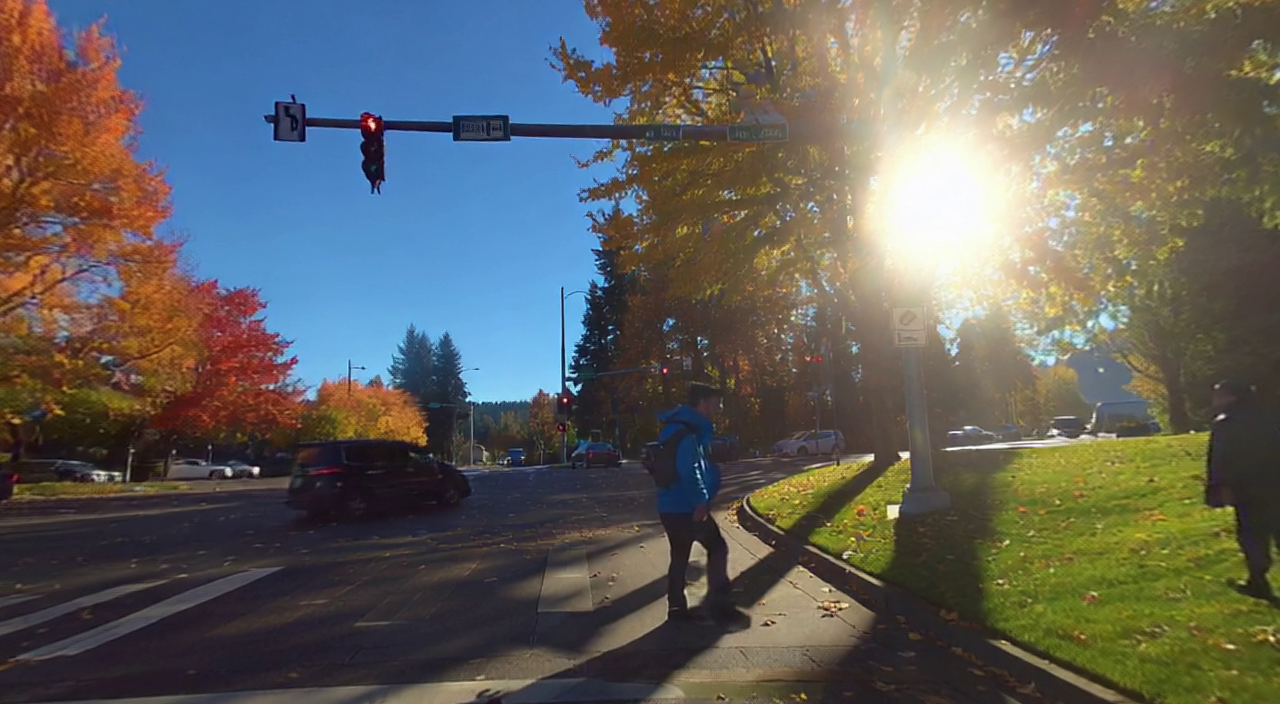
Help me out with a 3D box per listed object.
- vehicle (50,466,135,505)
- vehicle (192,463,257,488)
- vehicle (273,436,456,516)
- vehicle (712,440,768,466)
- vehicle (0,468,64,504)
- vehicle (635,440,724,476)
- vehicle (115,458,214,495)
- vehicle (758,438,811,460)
[{"bbox_3d":[-25.429,6.156,29.282,1.694,1.528,4.225,3,-9,-24],"label":"vehicle"},{"bbox_3d":[-28.544,8.479,43.168,1.768,1.465,3.972,0,-9,-1],"label":"vehicle"},{"bbox_3d":[-7.780,3.456,18.043,2.001,1.988,4.281,-8,-11,39],"label":"vehicle"},{"bbox_3d":[7.034,7.055,43.946,1.867,1.743,4.259,-8,-11,39],"label":"vehicle"},{"bbox_3d":[-30.326,6.443,30.324,1.800,1.520,3.968,2,-9,-14],"label":"vehicle"},{"bbox_3d":[2.018,5.134,30.520,1.915,1.586,4.734,-7,-11,38],"label":"vehicle"},{"bbox_3d":[-27.850,7.264,36.948,2.064,1.913,5.081,0,-9,-3],"label":"vehicle"},{"bbox_3d":[11.462,7.646,49.381,1.979,1.659,4.907,-8,-11,39],"label":"vehicle"}]
